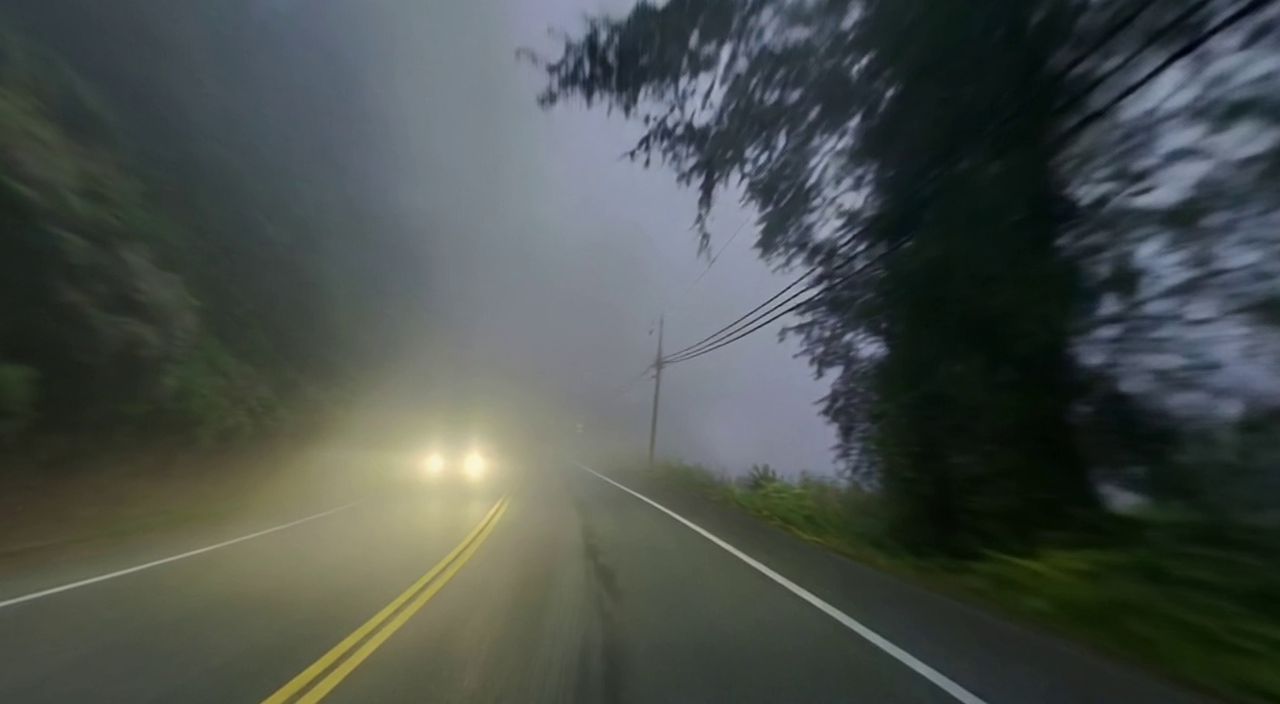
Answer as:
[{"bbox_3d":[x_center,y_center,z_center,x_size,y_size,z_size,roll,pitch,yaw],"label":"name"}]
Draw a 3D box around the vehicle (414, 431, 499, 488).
[{"bbox_3d":[-6.660,3.956,23.509,2.213,1.882,4.693,1,-9,-6],"label":"vehicle"}]
